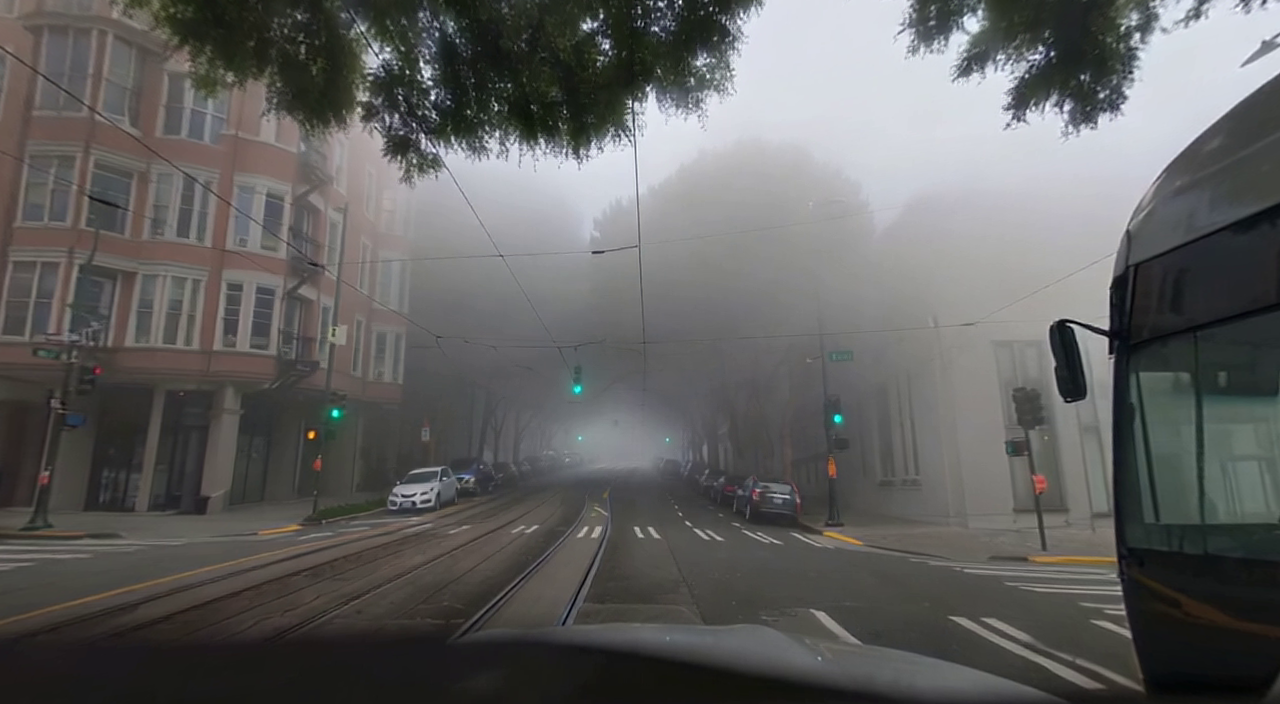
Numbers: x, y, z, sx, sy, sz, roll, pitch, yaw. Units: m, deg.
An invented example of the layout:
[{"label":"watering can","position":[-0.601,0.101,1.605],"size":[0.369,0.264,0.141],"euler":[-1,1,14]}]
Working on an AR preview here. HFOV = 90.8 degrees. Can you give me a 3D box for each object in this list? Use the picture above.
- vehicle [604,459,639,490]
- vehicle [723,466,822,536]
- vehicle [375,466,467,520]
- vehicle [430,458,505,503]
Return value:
[{"label":"vehicle","position":[-1.036,7.171,37.235],"size":[1.966,1.600,3.494],"euler":[0,-8,-1]},{"label":"vehicle","position":[3.846,4.389,19.124],"size":[1.929,1.723,4.134],"euler":[0,-8,-2]},{"label":"vehicle","position":[-7.435,4.796,21.864],"size":[1.779,1.588,3.953],"euler":[2,-10,-1]},{"label":"vehicle","position":[-7.426,5.577,27.712],"size":[1.861,1.751,4.550],"euler":[1,-10,2]}]
